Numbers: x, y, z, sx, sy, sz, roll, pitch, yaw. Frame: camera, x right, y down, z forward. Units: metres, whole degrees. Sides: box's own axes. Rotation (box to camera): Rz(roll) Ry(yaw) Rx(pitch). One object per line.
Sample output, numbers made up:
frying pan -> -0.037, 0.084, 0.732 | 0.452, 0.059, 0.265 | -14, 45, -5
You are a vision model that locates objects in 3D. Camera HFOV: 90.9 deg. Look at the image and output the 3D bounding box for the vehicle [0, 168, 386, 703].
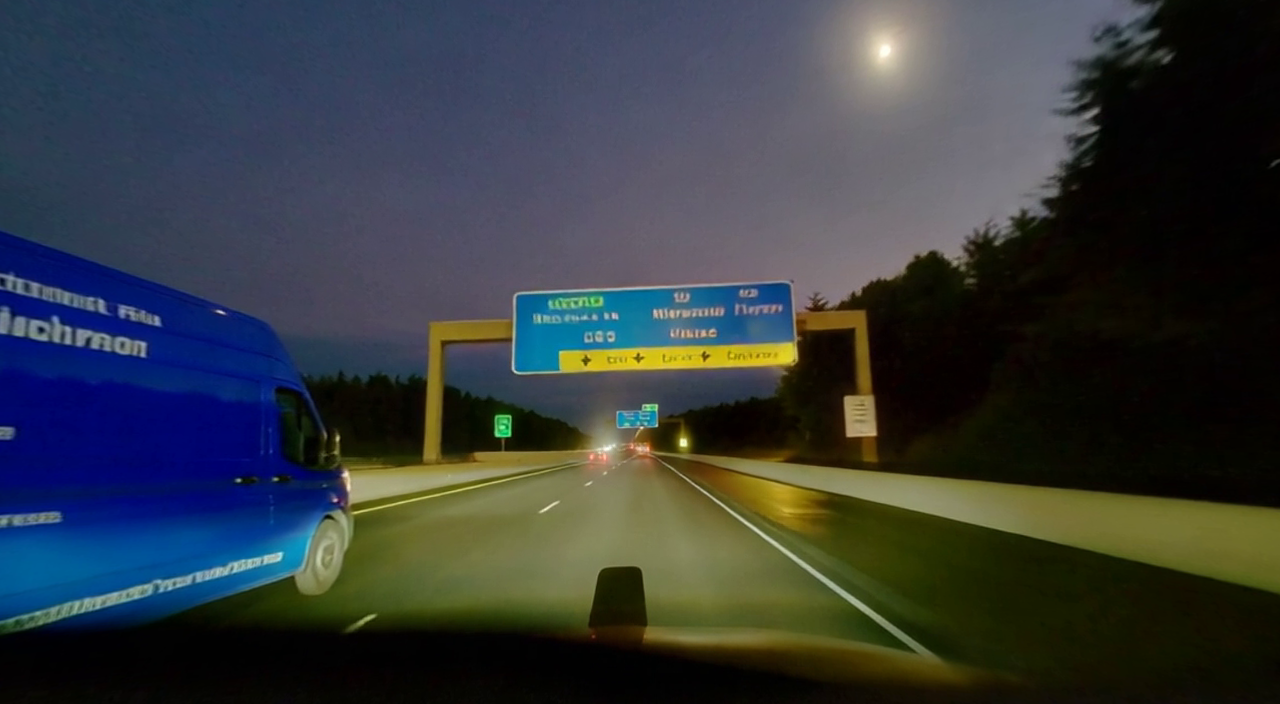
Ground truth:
vehicle -> -4.108, 0.612, 3.727 | 2.320, 2.636, 7.021 | 0, -9, -1
